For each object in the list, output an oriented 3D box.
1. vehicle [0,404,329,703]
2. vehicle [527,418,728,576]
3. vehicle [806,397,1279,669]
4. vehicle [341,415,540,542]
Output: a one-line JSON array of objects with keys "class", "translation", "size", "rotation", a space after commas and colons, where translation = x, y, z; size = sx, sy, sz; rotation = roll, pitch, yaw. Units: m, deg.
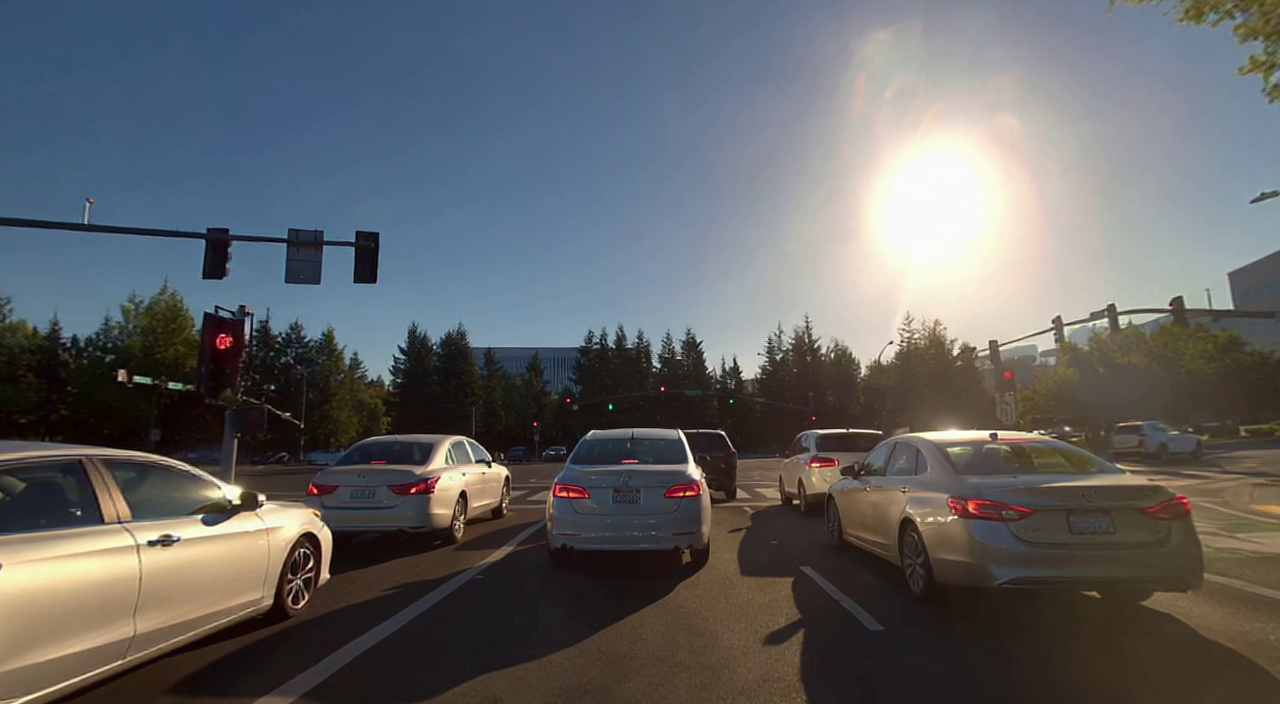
[{"class": "vehicle", "translation": [-3.343, 0.954, 2.389], "size": [1.863, 1.495, 4.667], "rotation": [0, -8, 1]}, {"class": "vehicle", "translation": [-0.098, 1.806, 8.591], "size": [2.106, 1.655, 3.717], "rotation": [0, -8, 1]}, {"class": "vehicle", "translation": [3.226, 1.443, 6.187], "size": [2.006, 1.659, 4.462], "rotation": [0, -8, 1]}, {"class": "vehicle", "translation": [-3.210, 2.138, 11.312], "size": [2.048, 1.805, 4.405], "rotation": [0, -8, 1]}]
